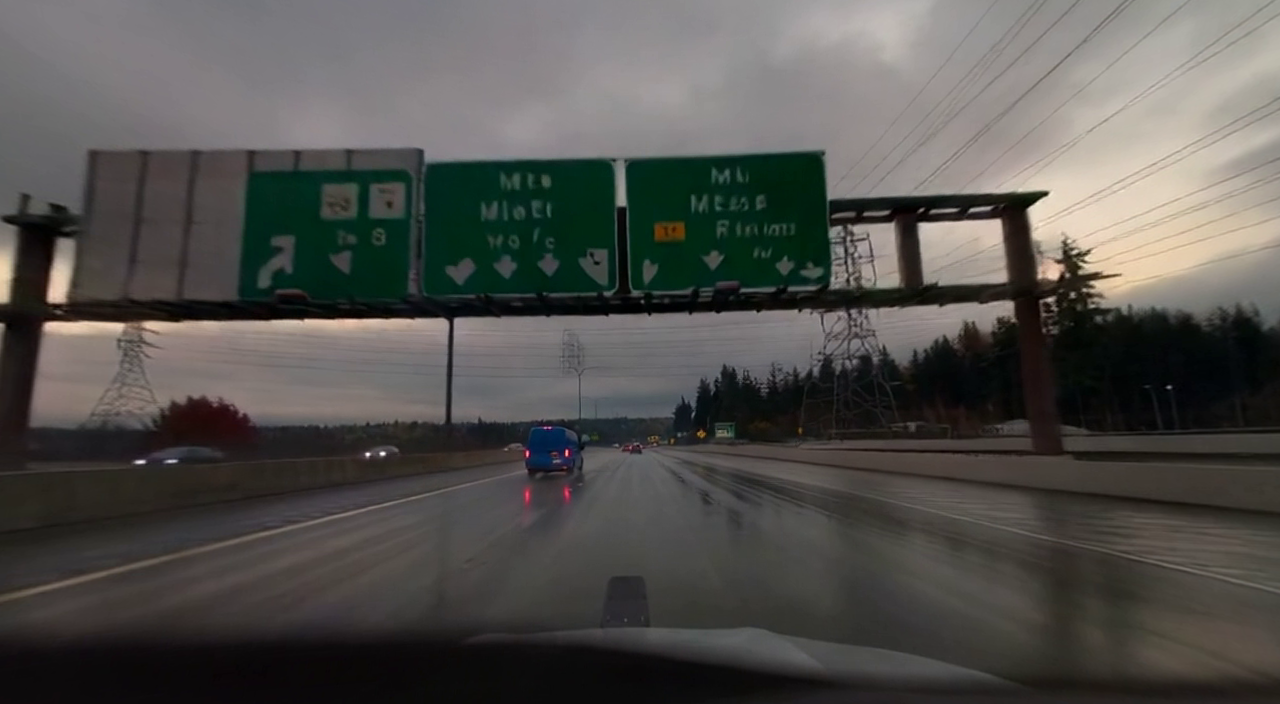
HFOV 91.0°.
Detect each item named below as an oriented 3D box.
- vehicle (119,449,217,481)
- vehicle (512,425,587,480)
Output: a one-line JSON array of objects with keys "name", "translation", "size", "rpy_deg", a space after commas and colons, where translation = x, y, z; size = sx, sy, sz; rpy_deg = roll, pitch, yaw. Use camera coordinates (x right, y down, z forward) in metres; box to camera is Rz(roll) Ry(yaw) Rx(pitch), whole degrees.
[{"name": "vehicle", "translation": [-23.998, 5.733, 32.213], "size": [1.801, 1.452, 4.238], "rpy_deg": [0, -8, -1]}, {"name": "vehicle", "translation": [-3.527, 4.024, 25.431], "size": [2.281, 2.025, 4.586], "rpy_deg": [0, -8, 1]}]
